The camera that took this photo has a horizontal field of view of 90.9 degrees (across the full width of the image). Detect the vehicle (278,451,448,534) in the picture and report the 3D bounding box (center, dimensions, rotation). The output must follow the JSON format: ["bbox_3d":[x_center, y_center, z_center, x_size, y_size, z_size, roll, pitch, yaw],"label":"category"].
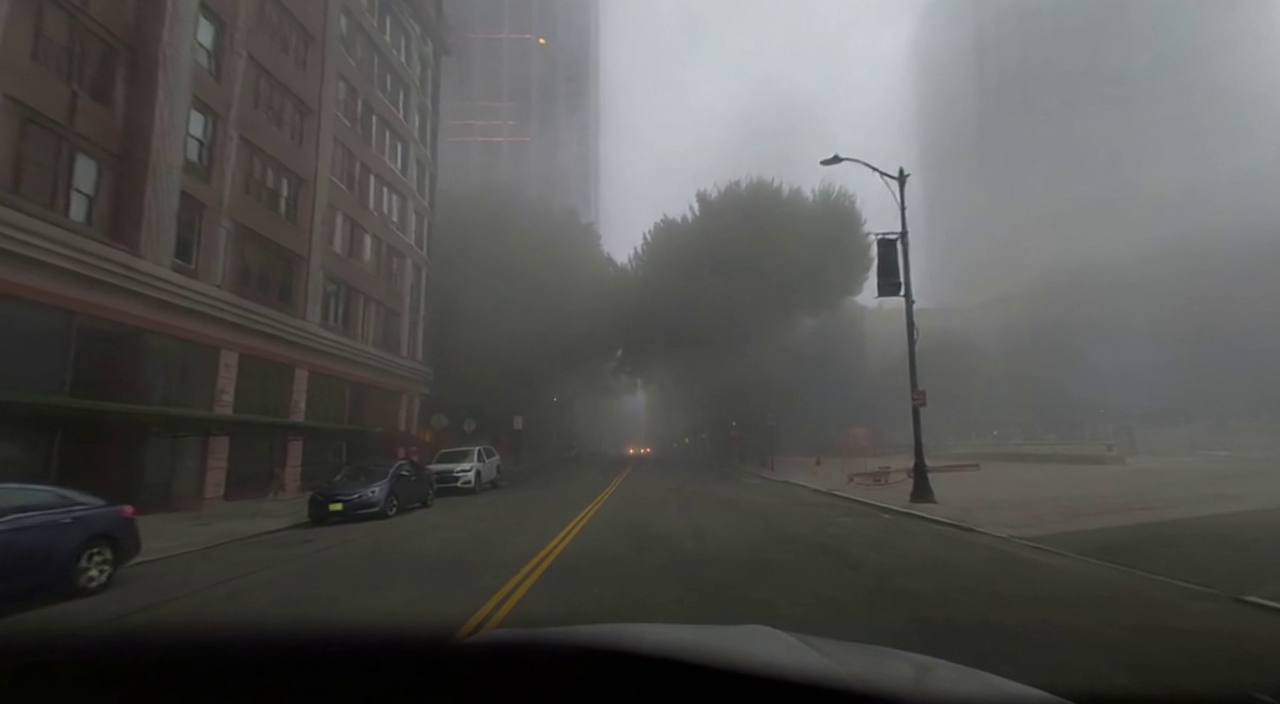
[{"bbox_3d":[-6.682,3.391,15.939,2.270,1.539,4.855,-4,-8,-2],"label":"vehicle"}]

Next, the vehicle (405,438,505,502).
[{"bbox_3d":[-6.546,4.177,22.896,2.273,1.871,4.920,-4,-8,-2],"label":"vehicle"}]

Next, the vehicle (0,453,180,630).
[{"bbox_3d":[-6.681,1.743,5.474,2.110,1.498,4.555,-4,-8,-2],"label":"vehicle"}]
